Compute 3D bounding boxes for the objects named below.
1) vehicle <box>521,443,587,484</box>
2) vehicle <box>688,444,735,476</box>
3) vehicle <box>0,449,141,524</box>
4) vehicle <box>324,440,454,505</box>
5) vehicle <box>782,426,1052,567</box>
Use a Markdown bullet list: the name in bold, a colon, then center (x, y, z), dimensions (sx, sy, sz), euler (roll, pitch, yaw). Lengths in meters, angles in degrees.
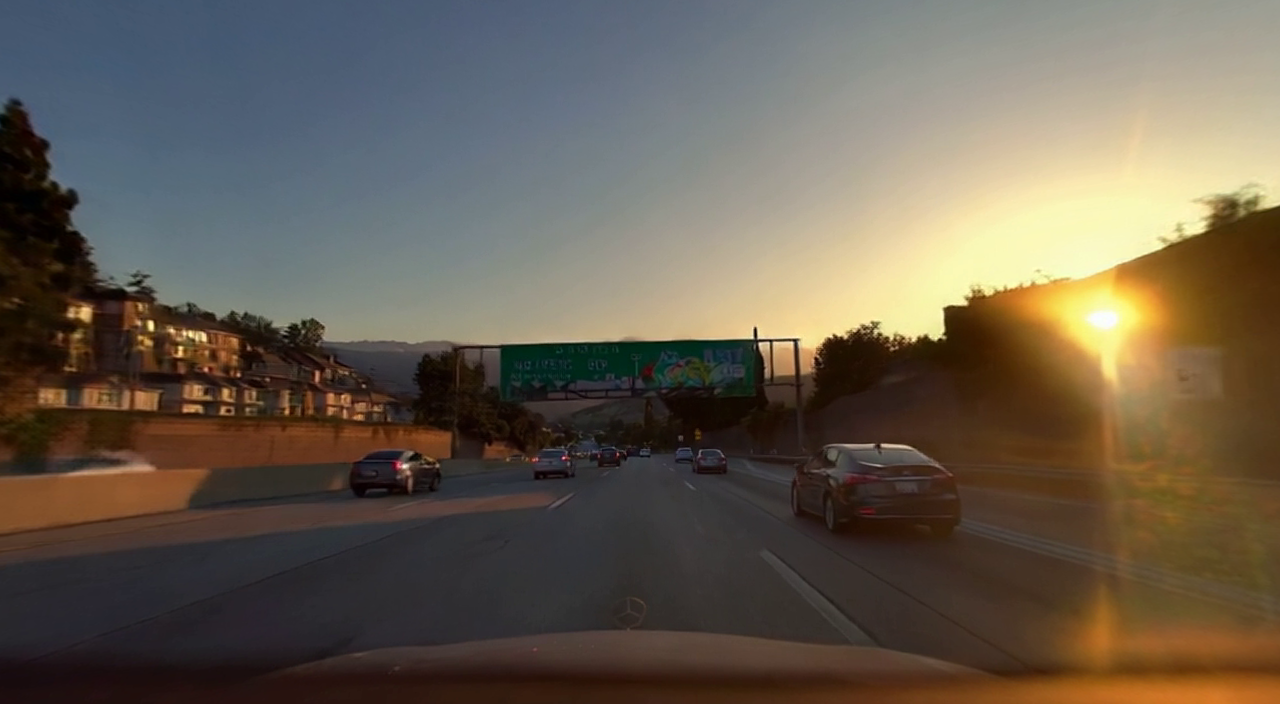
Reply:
- **vehicle**: center (-3.558, 4.680, 26.836), dimensions (2.136, 1.571, 4.285), euler (0, -8, 1)
- **vehicle**: center (3.458, 5.309, 31.168), dimensions (1.854, 1.438, 3.954), euler (0, -8, 0)
- **vehicle**: center (-15.539, 3.270, 15.668), dimensions (2.061, 1.684, 5.044), euler (-1, -8, 1)
- **vehicle**: center (-7.317, 3.522, 18.943), dimensions (2.057, 1.681, 4.277), euler (-1, -8, 1)
- **vehicle**: center (3.518, 1.902, 9.092), dimensions (1.912, 1.509, 4.291), euler (0, -8, 0)
